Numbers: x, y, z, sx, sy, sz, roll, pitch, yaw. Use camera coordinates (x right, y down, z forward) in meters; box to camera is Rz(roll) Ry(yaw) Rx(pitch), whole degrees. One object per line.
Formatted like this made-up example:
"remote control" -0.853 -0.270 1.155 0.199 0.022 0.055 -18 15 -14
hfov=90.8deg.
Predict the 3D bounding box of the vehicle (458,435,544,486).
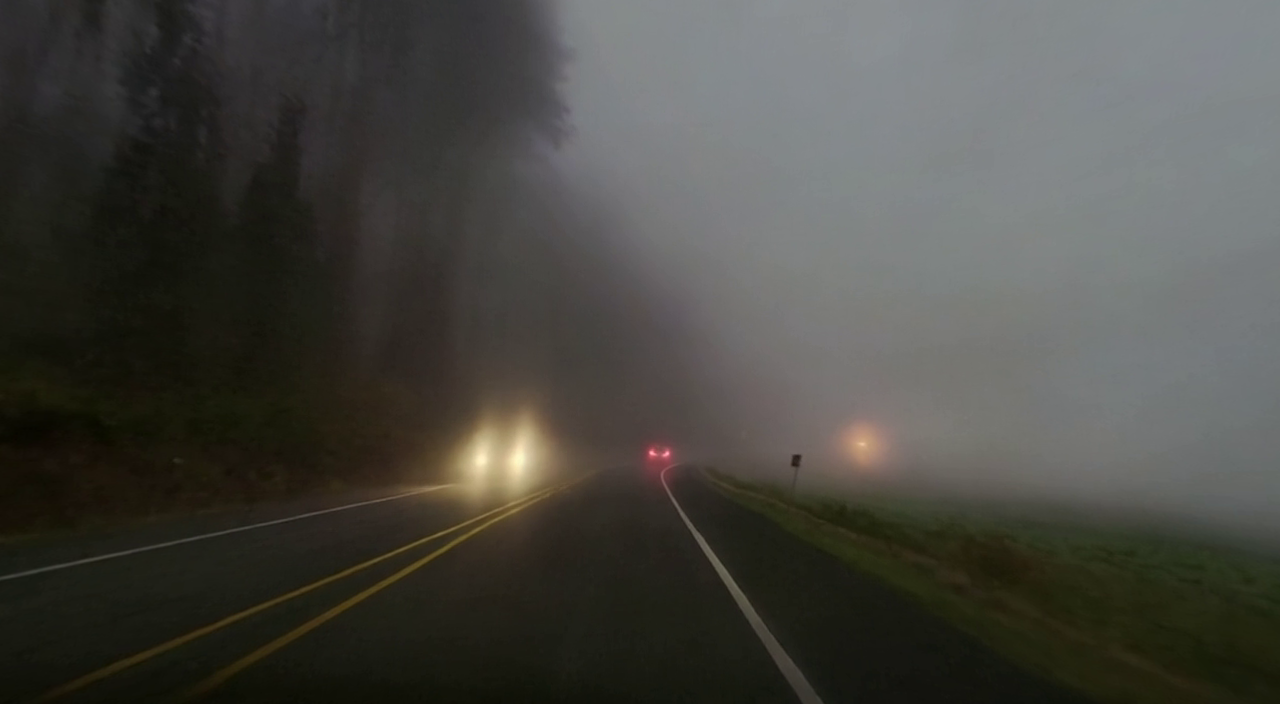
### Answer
"vehicle" -5.066 4.015 23.669 2.140 1.727 4.202 0 -9 2
